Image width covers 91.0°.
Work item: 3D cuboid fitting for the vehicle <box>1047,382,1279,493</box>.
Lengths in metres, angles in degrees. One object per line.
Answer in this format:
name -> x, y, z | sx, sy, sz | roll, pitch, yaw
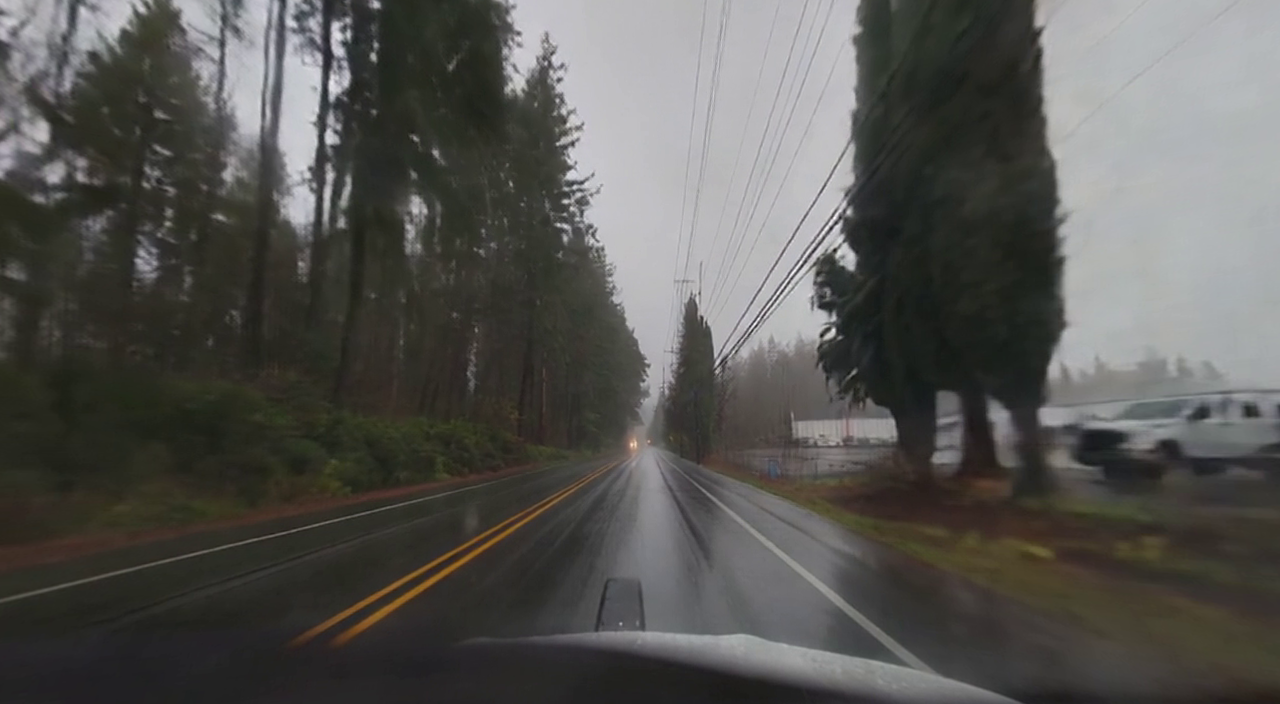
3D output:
vehicle -> 15.504, 2.426, 17.936 | 2.923, 2.494, 7.148 | -1, -8, -1
